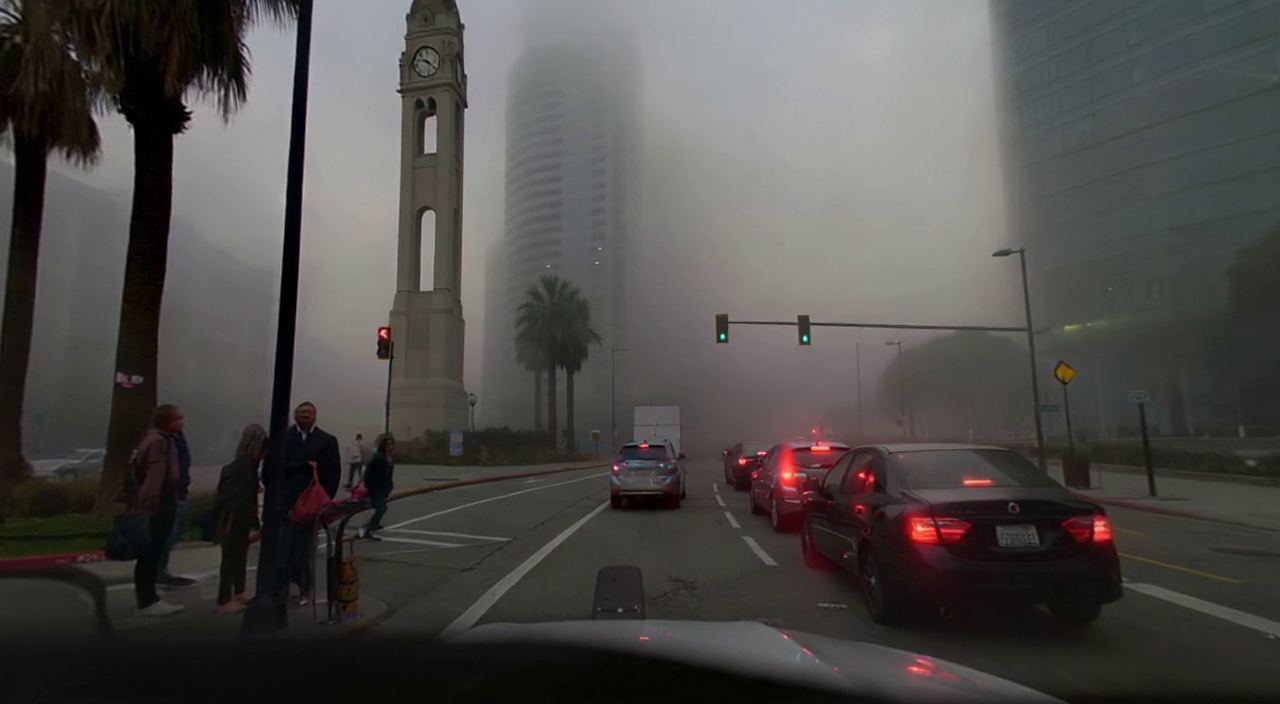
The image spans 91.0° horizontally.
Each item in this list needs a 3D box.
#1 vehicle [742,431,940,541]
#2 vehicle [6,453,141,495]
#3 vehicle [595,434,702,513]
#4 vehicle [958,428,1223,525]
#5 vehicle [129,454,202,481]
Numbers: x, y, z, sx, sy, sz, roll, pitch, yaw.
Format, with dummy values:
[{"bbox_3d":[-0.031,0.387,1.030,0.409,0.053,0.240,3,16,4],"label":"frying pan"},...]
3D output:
[{"bbox_3d":[3.101,2.165,10.844,1.913,1.469,4.425,0,-9,0],"label":"vehicle"},{"bbox_3d":[-26.699,5.715,29.935,2.105,1.793,4.812,0,-9,-4],"label":"vehicle"},{"bbox_3d":[0.182,2.614,13.970,2.048,1.503,3.681,0,-9,1],"label":"vehicle"},{"bbox_3d":[8.177,2.280,12.067,1.859,1.508,4.259,0,-9,-1],"label":"vehicle"},{"bbox_3d":[-33.374,8.116,44.452,1.907,1.690,4.456,1,-9,-5],"label":"vehicle"}]
